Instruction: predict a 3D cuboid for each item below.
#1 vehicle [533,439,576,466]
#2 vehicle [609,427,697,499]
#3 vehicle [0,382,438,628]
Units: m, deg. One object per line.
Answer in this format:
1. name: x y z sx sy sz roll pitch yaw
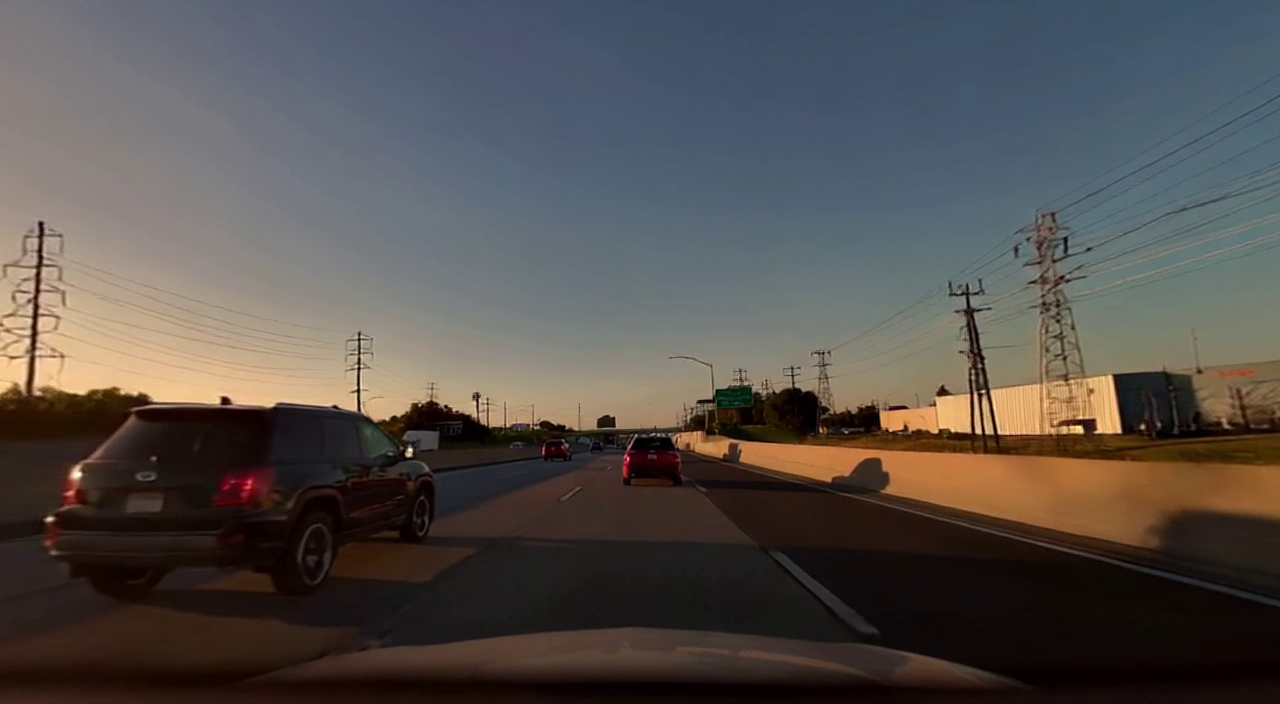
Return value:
1. vehicle: -6.026 7.107 44.819 2.220 1.841 4.516 0 -8 3
2. vehicle: 0.315 2.993 17.374 2.134 1.733 4.049 0 -8 0
3. vehicle: -3.992 1.419 6.802 2.125 1.764 4.393 0 -8 0
